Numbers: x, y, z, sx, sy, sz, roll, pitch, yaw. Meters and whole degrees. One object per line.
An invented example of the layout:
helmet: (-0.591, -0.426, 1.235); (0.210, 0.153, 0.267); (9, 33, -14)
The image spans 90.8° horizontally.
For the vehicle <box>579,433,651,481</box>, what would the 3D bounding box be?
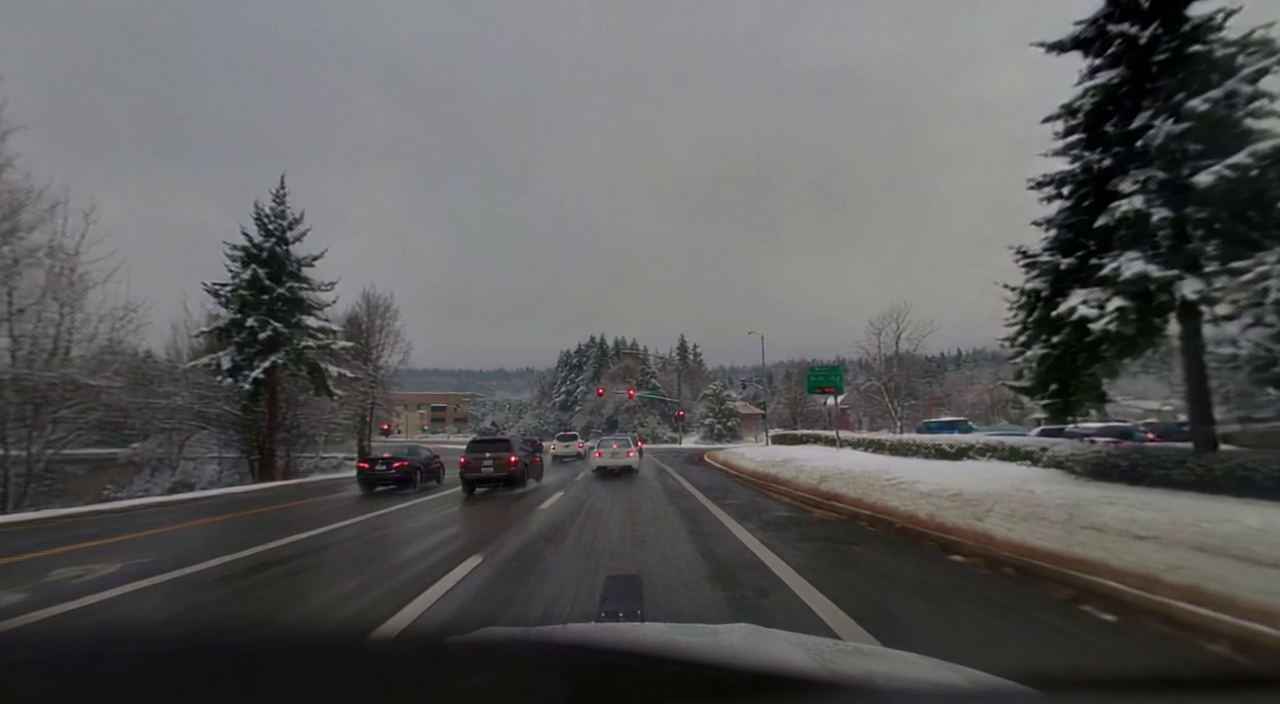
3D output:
vehicle: (-0.787, 3.596, 21.945); (2.231, 1.481, 4.489); (0, -8, 0)

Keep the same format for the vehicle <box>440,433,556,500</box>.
vehicle: (-3.517, 2.926, 16.553); (1.920, 1.480, 4.549); (0, -8, 1)

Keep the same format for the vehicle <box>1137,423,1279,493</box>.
vehicle: (14.474, 2.529, 15.339); (4.304, 1.481, 2.008); (4, -10, -27)

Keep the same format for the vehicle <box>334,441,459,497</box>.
vehicle: (-6.999, 3.385, 18.709); (1.852, 1.458, 4.422); (0, -8, 1)
